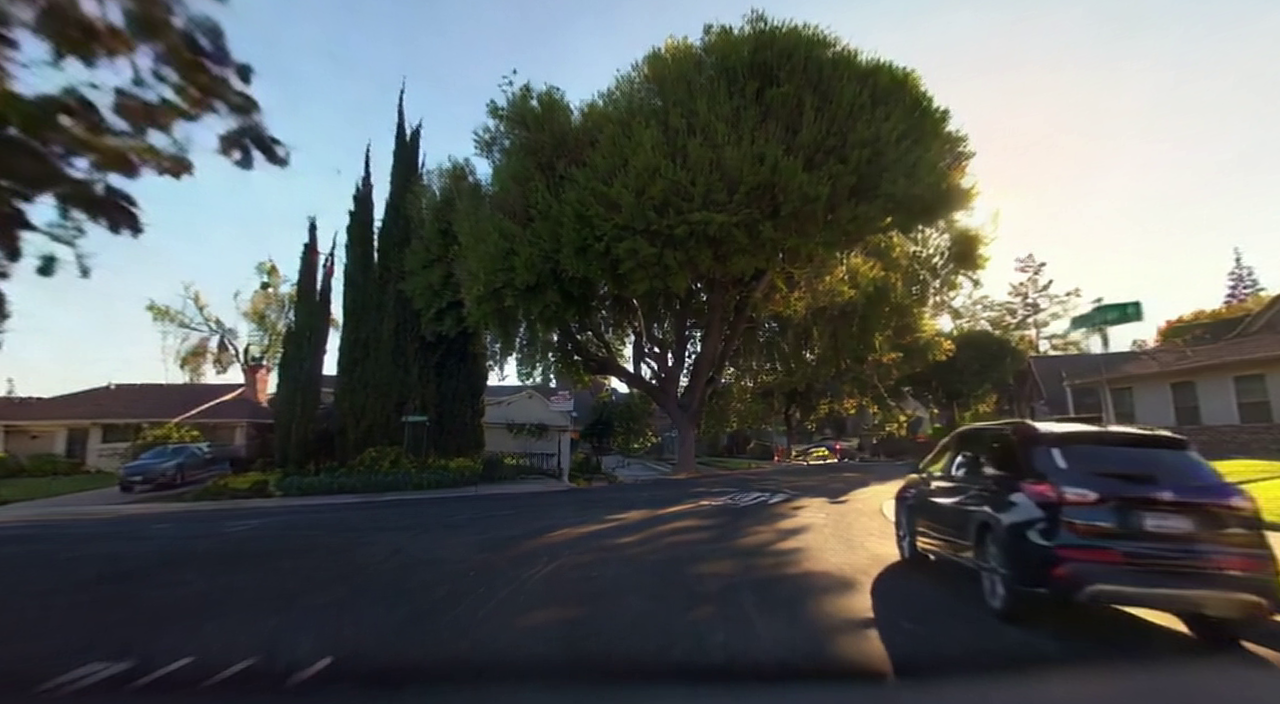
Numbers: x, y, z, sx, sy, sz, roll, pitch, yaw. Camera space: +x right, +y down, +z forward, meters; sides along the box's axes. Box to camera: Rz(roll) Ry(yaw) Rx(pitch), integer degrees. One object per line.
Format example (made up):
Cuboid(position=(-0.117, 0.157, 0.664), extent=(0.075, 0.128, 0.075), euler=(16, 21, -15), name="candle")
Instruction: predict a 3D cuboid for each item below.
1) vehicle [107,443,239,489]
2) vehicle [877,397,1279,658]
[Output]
Cuboid(position=(-19.615, 4.775, 26.843), extent=(2.021, 1.798, 4.491), euler=(0, -9, 2), name="vehicle")
Cuboid(position=(4.068, 1.509, 6.534), extent=(2.053, 1.737, 4.375), euler=(-1, -9, 8), name="vehicle")
